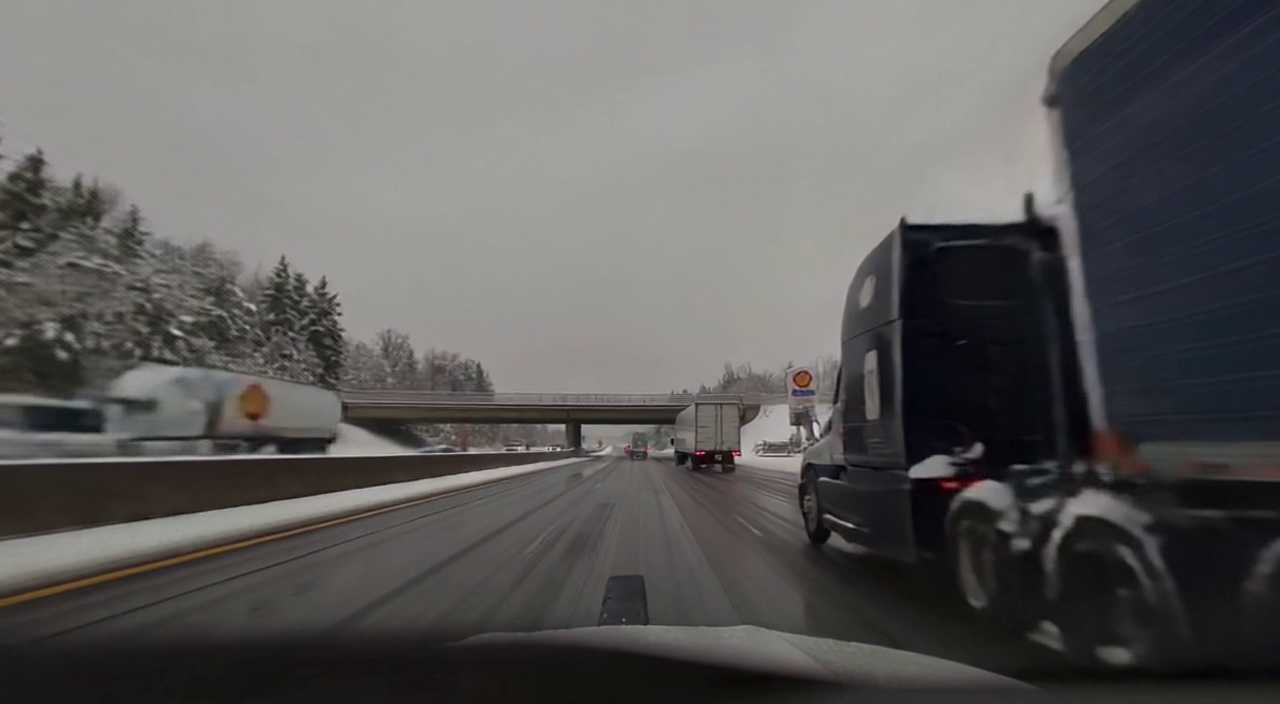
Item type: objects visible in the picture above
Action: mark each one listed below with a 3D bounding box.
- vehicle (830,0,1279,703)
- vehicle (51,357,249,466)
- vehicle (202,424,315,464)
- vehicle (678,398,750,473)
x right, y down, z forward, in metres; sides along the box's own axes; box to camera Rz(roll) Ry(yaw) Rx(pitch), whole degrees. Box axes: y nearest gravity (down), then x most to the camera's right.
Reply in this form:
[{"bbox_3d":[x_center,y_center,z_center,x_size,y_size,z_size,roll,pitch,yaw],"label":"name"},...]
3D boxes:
[{"bbox_3d":[4.058,-0.445,1.442,2.922,3.987,14.038,0,-9,0],"label":"vehicle"},{"bbox_3d":[-19.458,2.563,25.655,2.953,3.927,5.994,0,-9,0],"label":"vehicle"},{"bbox_3d":[-15.479,3.779,25.889,1.849,1.492,4.415,0,-9,1],"label":"vehicle"},{"bbox_3d":[4.405,5.526,40.963,2.881,3.995,14.382,0,-9,0],"label":"vehicle"}]
